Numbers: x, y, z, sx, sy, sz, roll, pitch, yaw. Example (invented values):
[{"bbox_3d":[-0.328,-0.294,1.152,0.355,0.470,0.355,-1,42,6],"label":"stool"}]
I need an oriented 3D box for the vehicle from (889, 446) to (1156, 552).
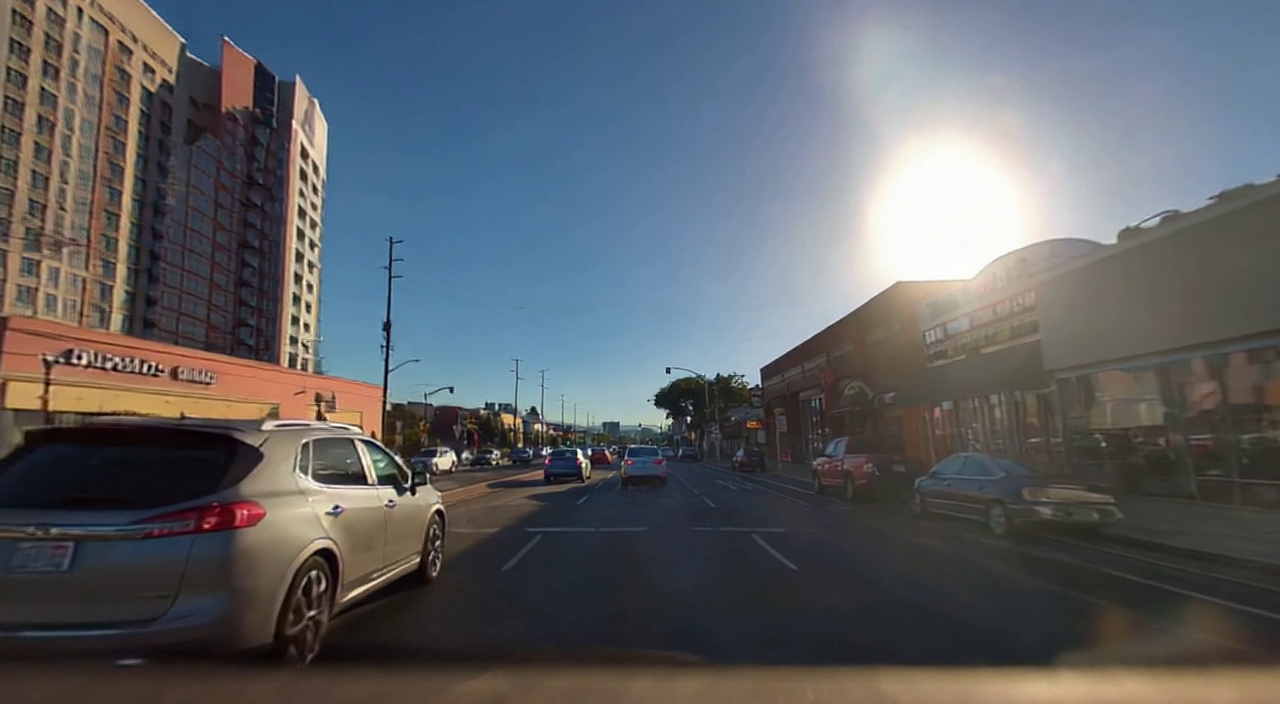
[{"bbox_3d":[6.285,2.412,11.151,1.944,1.462,4.406,0,-8,0],"label":"vehicle"}]

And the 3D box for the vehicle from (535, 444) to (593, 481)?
[{"bbox_3d":[-3.232,4.777,27.565,1.950,1.450,4.257,0,-8,1],"label":"vehicle"}]

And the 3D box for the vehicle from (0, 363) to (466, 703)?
[{"bbox_3d":[-2.974,1.188,4.641,2.049,1.646,4.445,0,-8,1],"label":"vehicle"}]

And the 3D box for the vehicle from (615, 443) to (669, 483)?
[{"bbox_3d":[0.083,4.522,26.016,2.037,1.484,4.073,0,-8,0],"label":"vehicle"}]

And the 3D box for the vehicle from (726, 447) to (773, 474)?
[{"bbox_3d":[6.690,6.654,38.902,2.014,1.495,4.562,0,-8,-1],"label":"vehicle"}]

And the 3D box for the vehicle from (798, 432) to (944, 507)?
[{"bbox_3d":[6.363,3.289,18.193,2.159,1.817,5.056,0,-8,-2],"label":"vehicle"}]
